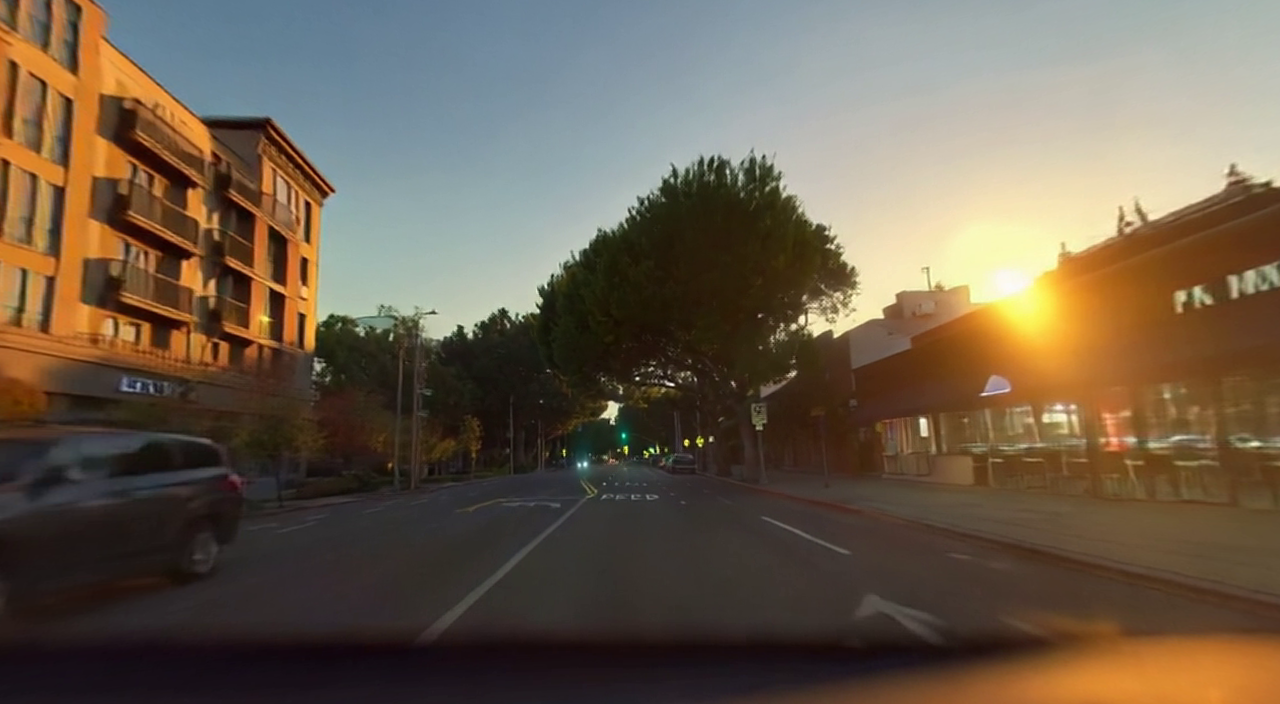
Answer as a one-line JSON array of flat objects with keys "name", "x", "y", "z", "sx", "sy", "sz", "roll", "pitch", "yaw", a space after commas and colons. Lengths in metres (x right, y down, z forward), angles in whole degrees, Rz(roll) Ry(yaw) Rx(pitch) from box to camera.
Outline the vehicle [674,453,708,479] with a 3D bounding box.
[{"name": "vehicle", "x": 3.642, "y": 8.222, "z": 45.738, "sx": 1.957, "sy": 1.753, "sz": 4.413, "roll": 0, "pitch": -9, "yaw": -2}]

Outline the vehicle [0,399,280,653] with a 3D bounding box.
[{"name": "vehicle", "x": -6.255, "y": 1.541, "z": 6.134, "sx": 2.545, "sy": 1.943, "sz": 5.168, "roll": 0, "pitch": -9, "yaw": -2}]
